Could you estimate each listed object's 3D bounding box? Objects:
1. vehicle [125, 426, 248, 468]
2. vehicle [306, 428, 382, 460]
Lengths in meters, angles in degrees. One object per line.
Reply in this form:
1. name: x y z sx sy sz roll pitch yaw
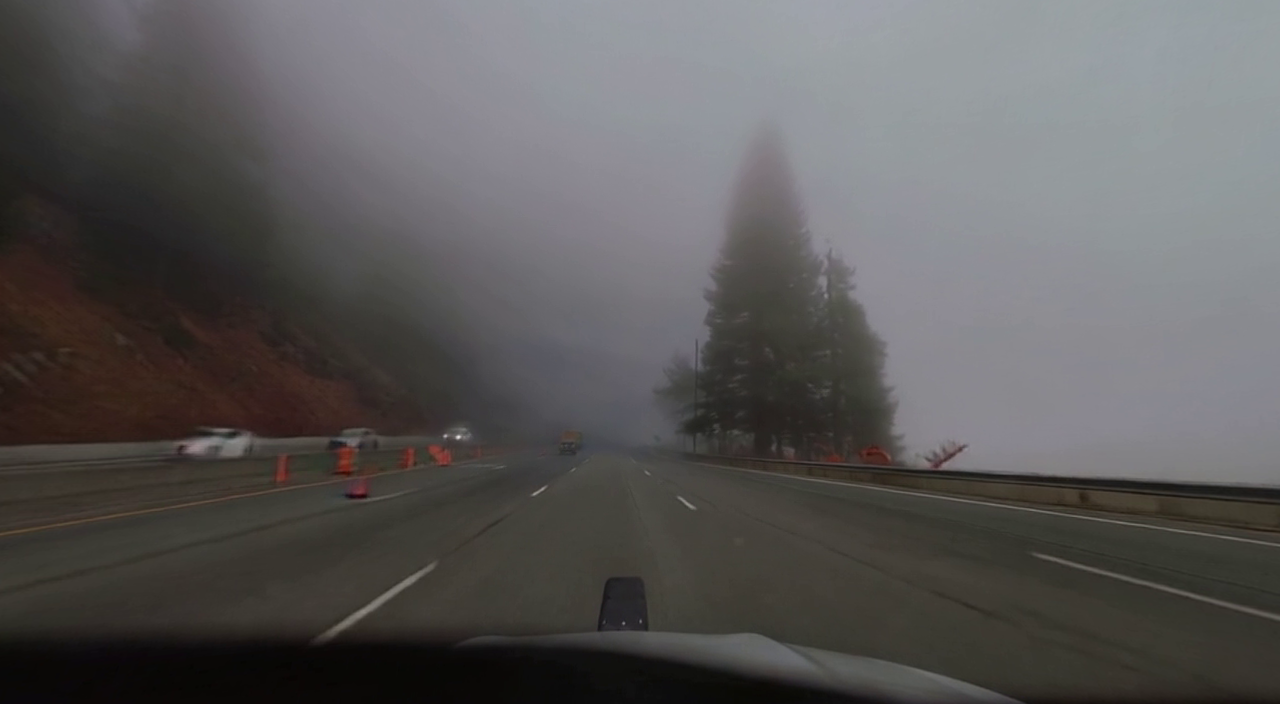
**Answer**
1. vehicle: -19.483 4.123 27.411 1.971 1.640 4.581 0 -8 -1
2. vehicle: -15.778 4.947 33.870 2.008 1.598 4.397 0 -8 -1
